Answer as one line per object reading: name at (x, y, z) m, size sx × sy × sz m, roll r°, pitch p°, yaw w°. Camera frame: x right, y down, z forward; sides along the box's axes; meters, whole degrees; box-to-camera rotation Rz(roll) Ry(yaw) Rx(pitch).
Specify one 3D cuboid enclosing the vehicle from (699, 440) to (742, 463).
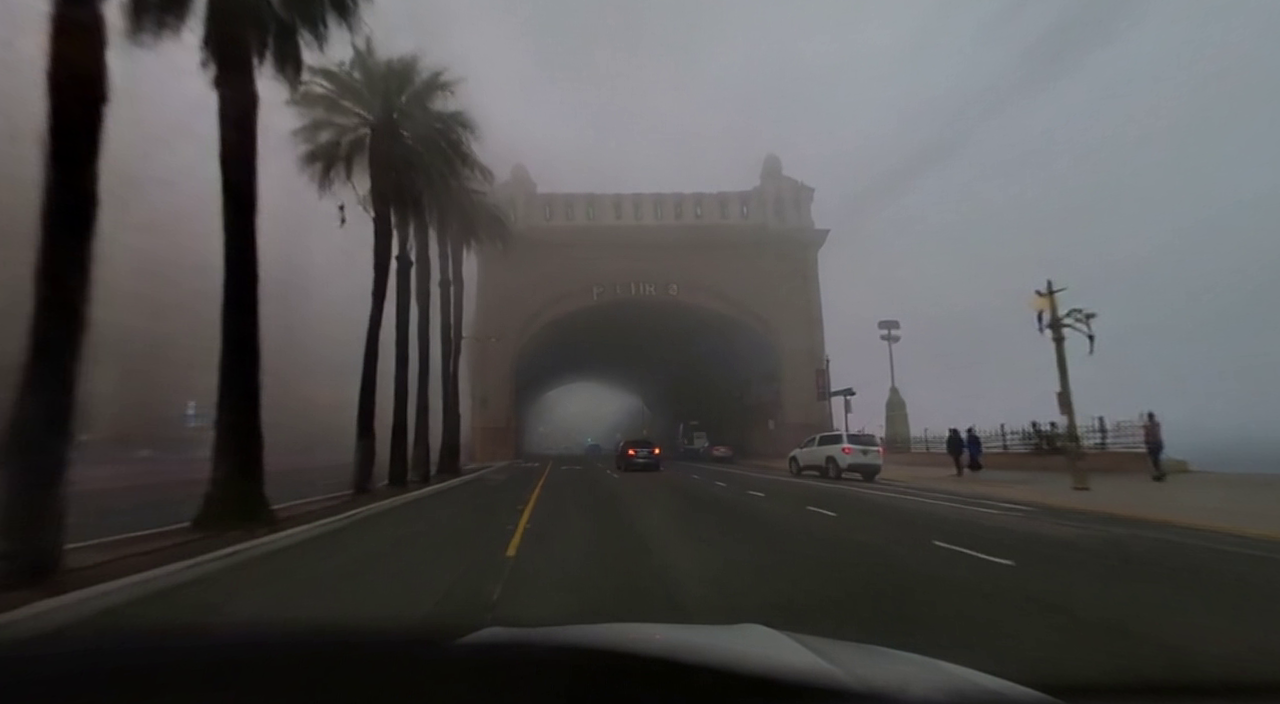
vehicle at (5.721, 7.141, 45.407) m, size 2.015 × 1.486 × 4.501 m, roll 1°, pitch -9°, yaw -6°

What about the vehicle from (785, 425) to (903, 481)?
vehicle at (8.189, 4.147, 26.138) m, size 2.417 × 2.030 × 5.711 m, roll 1°, pitch -9°, yaw -7°

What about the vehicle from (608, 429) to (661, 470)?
vehicle at (-0.447, 5.386, 34.960) m, size 2.284 × 2.010 × 6.670 m, roll 1°, pitch -9°, yaw -6°
